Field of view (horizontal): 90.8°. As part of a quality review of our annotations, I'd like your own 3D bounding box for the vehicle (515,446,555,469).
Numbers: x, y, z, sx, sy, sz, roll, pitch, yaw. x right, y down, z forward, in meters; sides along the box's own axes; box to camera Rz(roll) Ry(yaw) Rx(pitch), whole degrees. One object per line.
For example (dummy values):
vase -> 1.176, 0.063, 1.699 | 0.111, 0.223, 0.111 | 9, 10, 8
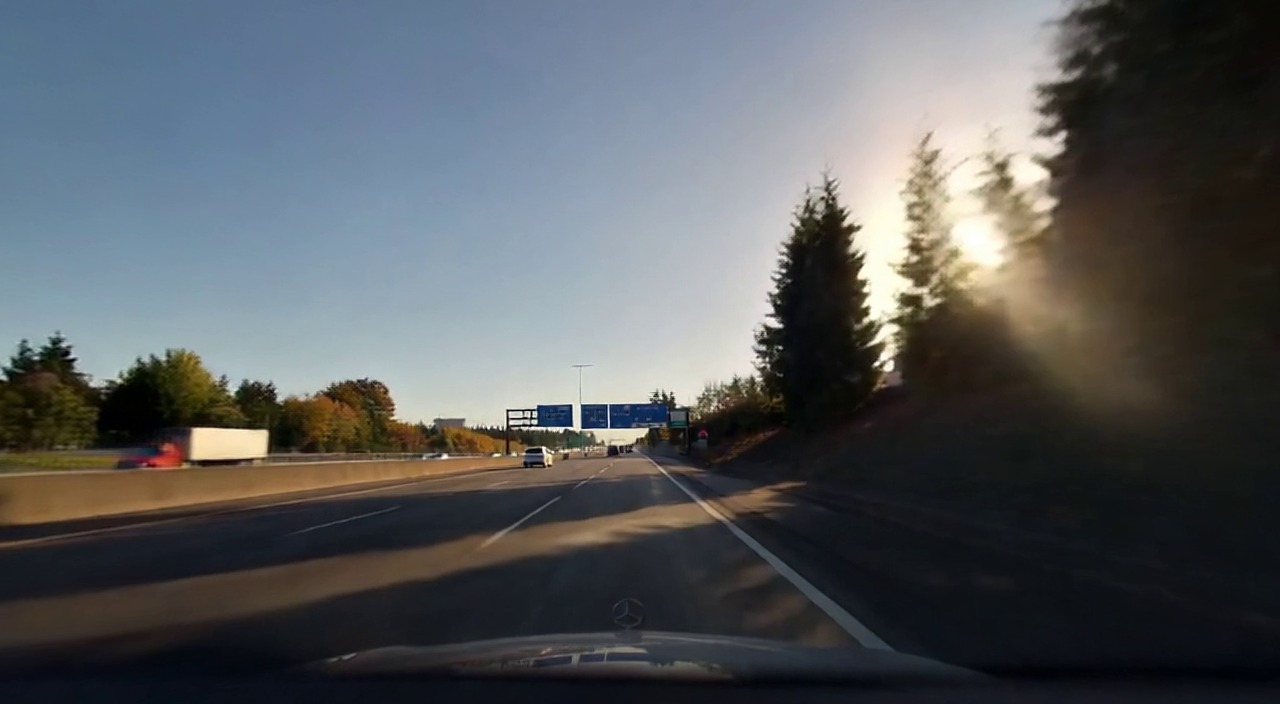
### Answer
vehicle -> -7.494, 7.602, 45.541 | 2.098, 1.606, 4.227 | 0, -9, 1
